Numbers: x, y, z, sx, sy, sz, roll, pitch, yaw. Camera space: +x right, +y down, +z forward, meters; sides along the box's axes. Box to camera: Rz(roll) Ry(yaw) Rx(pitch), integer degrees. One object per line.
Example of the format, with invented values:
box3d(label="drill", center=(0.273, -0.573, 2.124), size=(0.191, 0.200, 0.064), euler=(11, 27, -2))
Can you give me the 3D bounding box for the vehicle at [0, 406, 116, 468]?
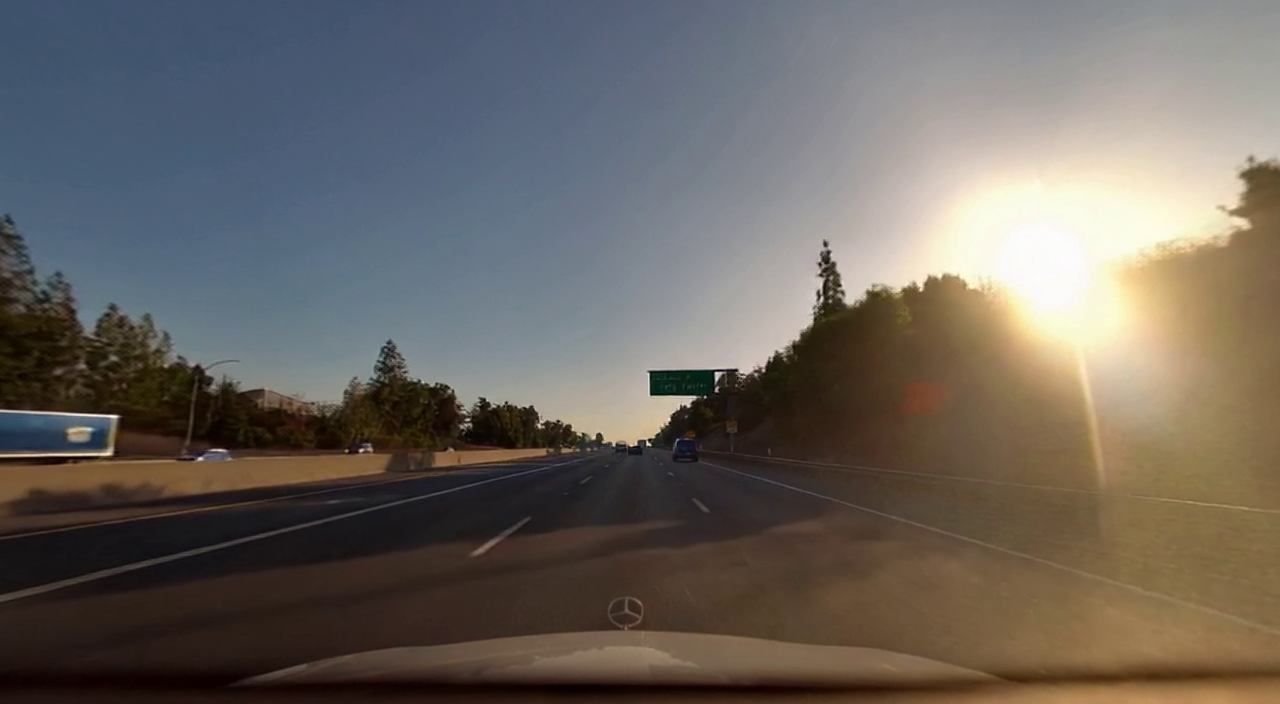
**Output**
box3d(label="vehicle", center=(-42.690, 5.612, 41.405), size=(2.854, 3.962, 16.533), euler=(0, -8, -1))
